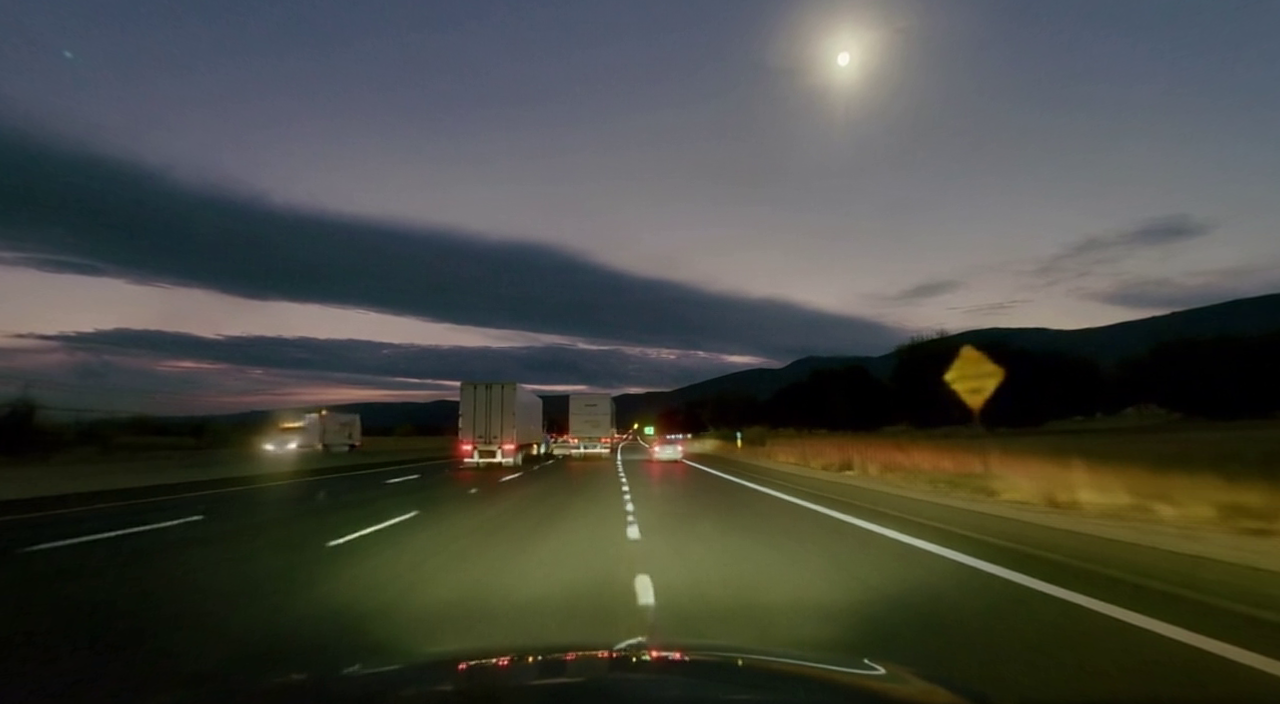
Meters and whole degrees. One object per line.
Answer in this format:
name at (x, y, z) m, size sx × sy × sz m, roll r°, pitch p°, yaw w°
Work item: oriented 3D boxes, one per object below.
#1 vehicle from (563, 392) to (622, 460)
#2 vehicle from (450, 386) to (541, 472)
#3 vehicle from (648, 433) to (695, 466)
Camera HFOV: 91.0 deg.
vehicle at (-3.377, 5.624, 46.449) m, size 3.475 × 4.037 × 17.454 m, roll 0°, pitch -8°, yaw -4°
vehicle at (-6.310, 3.527, 28.623) m, size 2.728 × 3.405 × 7.096 m, roll 0°, pitch -8°, yaw -3°
vehicle at (1.477, 4.726, 30.628) m, size 1.891 × 1.477 × 3.599 m, roll 0°, pitch -8°, yaw -3°
